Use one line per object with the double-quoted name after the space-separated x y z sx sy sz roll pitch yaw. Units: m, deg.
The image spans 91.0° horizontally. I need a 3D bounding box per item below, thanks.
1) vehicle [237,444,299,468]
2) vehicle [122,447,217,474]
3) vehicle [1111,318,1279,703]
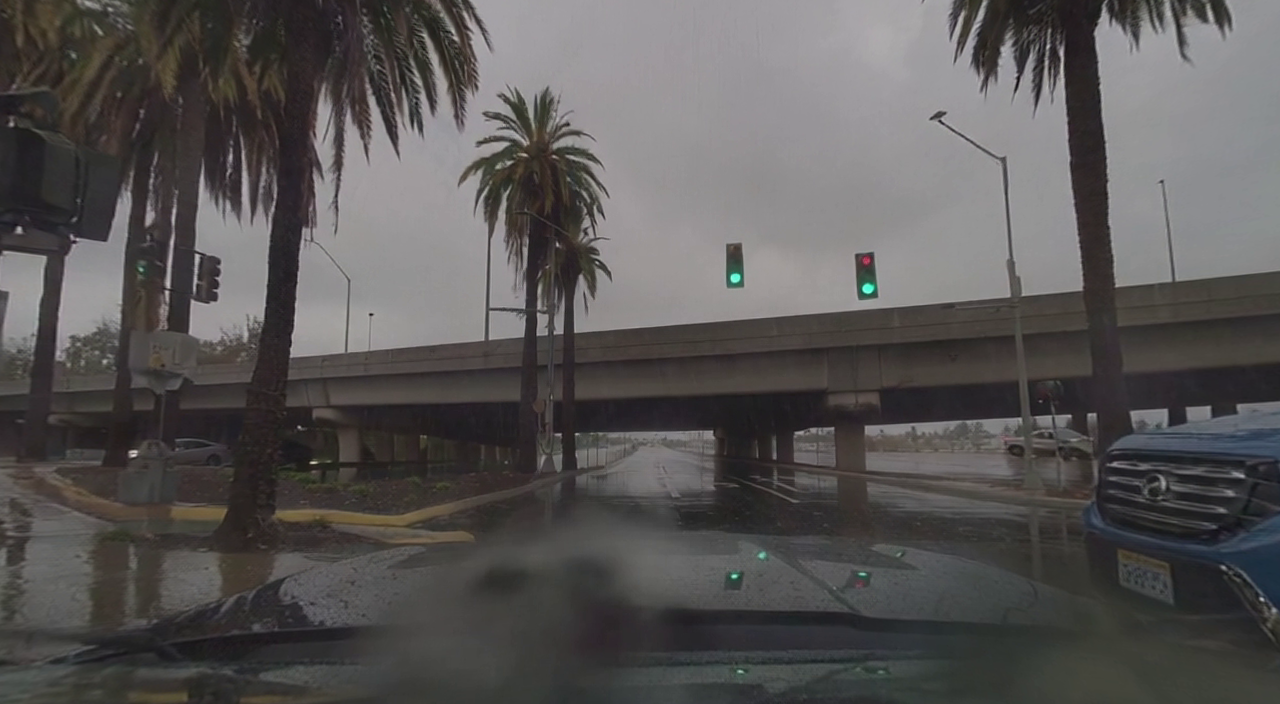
-26.271 7.342 44.580 1.941 1.631 4.017 0 -9 0 "vehicle"
-26.565 6.111 35.754 1.830 1.443 4.551 0 -9 2 "vehicle"
3.449 0.522 0.788 2.028 1.770 4.737 0 -9 0 "vehicle"
